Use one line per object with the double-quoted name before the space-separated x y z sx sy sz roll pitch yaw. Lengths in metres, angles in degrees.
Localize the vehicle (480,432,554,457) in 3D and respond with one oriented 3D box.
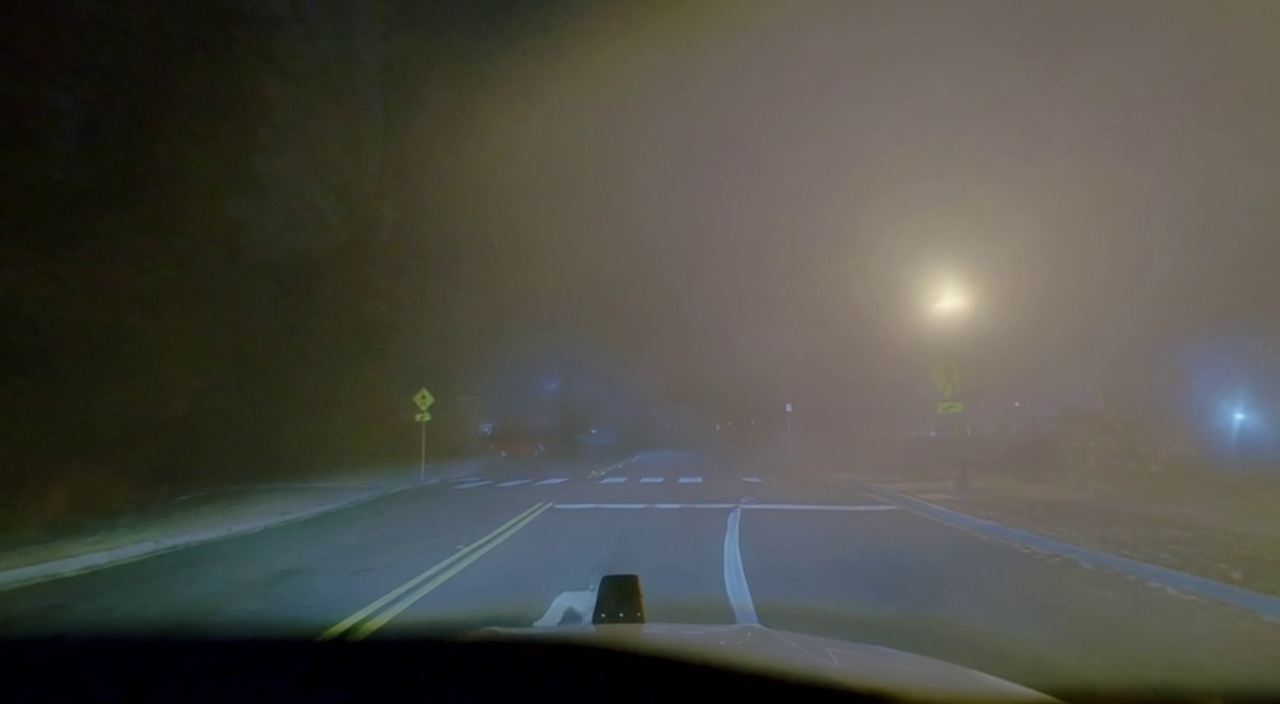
"vehicle" -8.040 6.077 41.560 4.377 1.596 1.836 -2 -9 15
